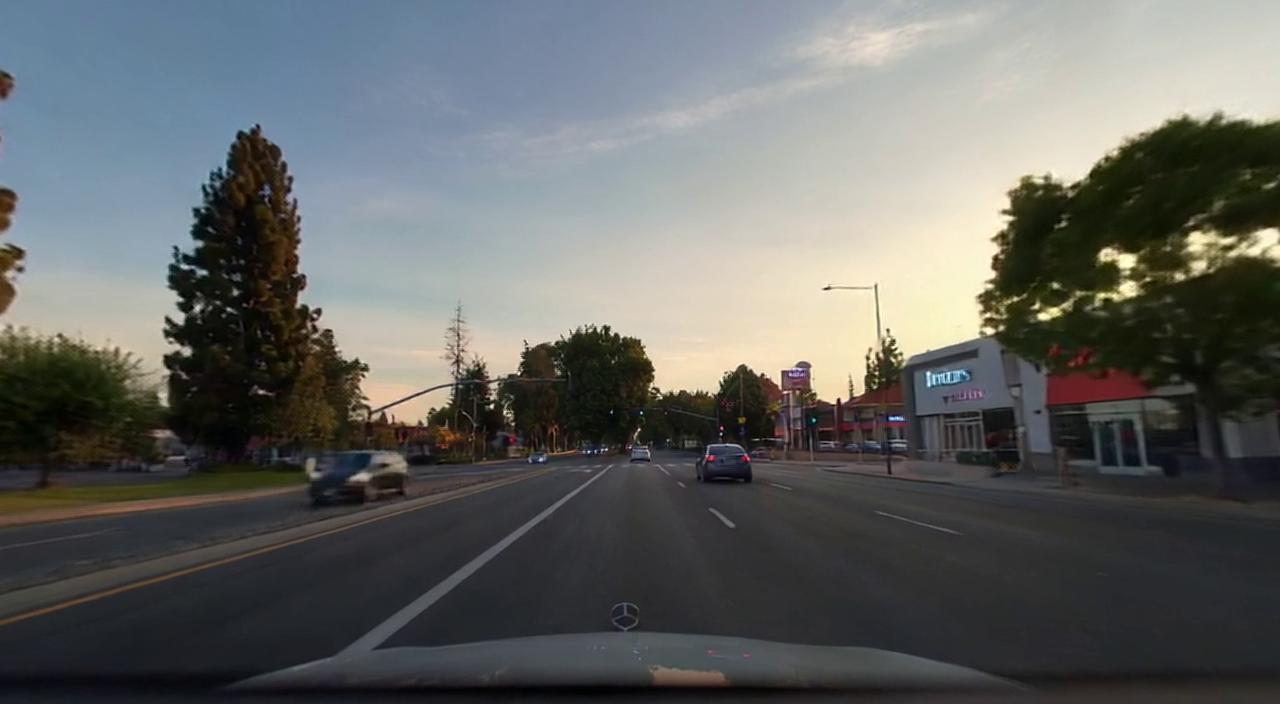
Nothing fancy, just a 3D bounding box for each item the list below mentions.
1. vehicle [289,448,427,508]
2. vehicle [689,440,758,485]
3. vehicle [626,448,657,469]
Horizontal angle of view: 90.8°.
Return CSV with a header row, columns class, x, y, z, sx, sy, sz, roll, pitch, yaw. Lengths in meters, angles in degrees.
class,x,y,z,sx,sy,sz,roll,pitch,yaw
vehicle,-8.217,3.687,18.989,1.990,1.534,4.630,0,-9,0
vehicle,3.241,4.407,25.498,2.022,1.643,4.326,0,-9,-2
vehicle,0.071,7.699,45.890,2.135,1.468,4.076,0,-9,-1
